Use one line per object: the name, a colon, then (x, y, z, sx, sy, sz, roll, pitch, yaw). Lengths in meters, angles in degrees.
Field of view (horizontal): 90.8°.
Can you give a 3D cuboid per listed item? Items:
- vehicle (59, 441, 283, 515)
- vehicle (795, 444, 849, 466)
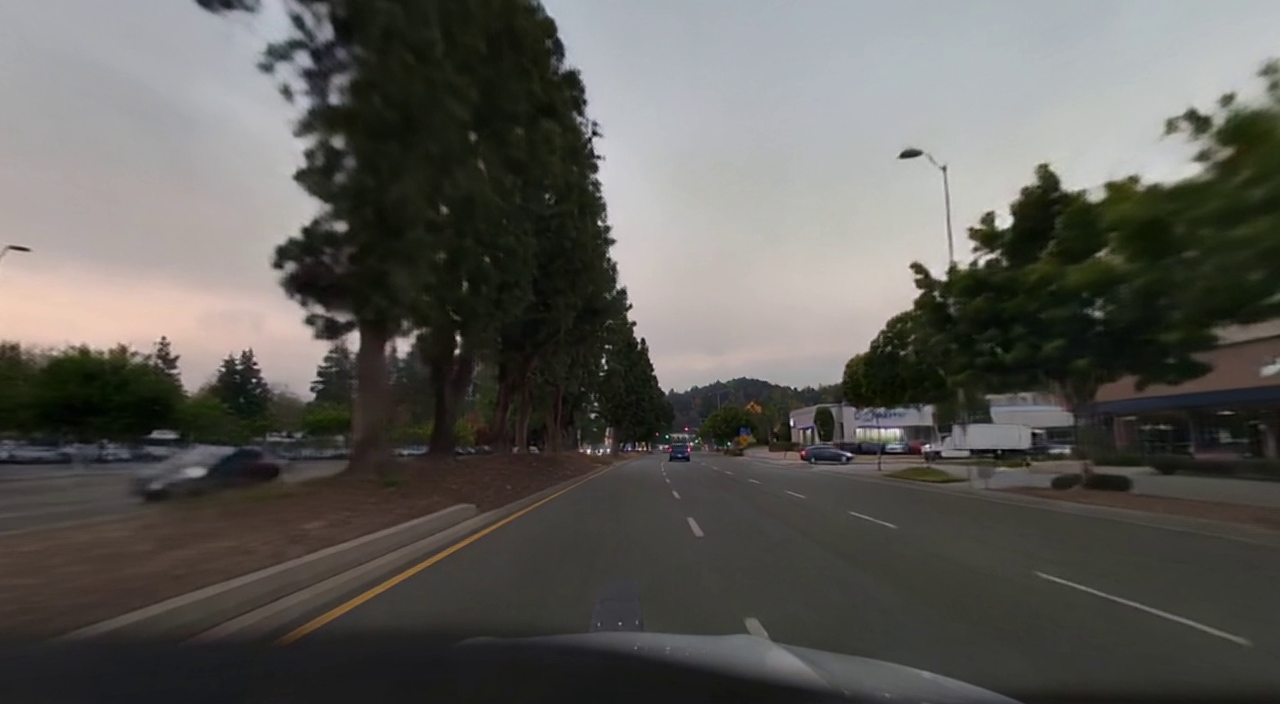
vehicle: (-10.590, 2.835, 14.812, 1.930, 1.449, 4.361, 0, -8, -1)
vehicle: (14.213, 7.971, 49.176, 4.319, 1.624, 1.988, 7, -11, -41)
